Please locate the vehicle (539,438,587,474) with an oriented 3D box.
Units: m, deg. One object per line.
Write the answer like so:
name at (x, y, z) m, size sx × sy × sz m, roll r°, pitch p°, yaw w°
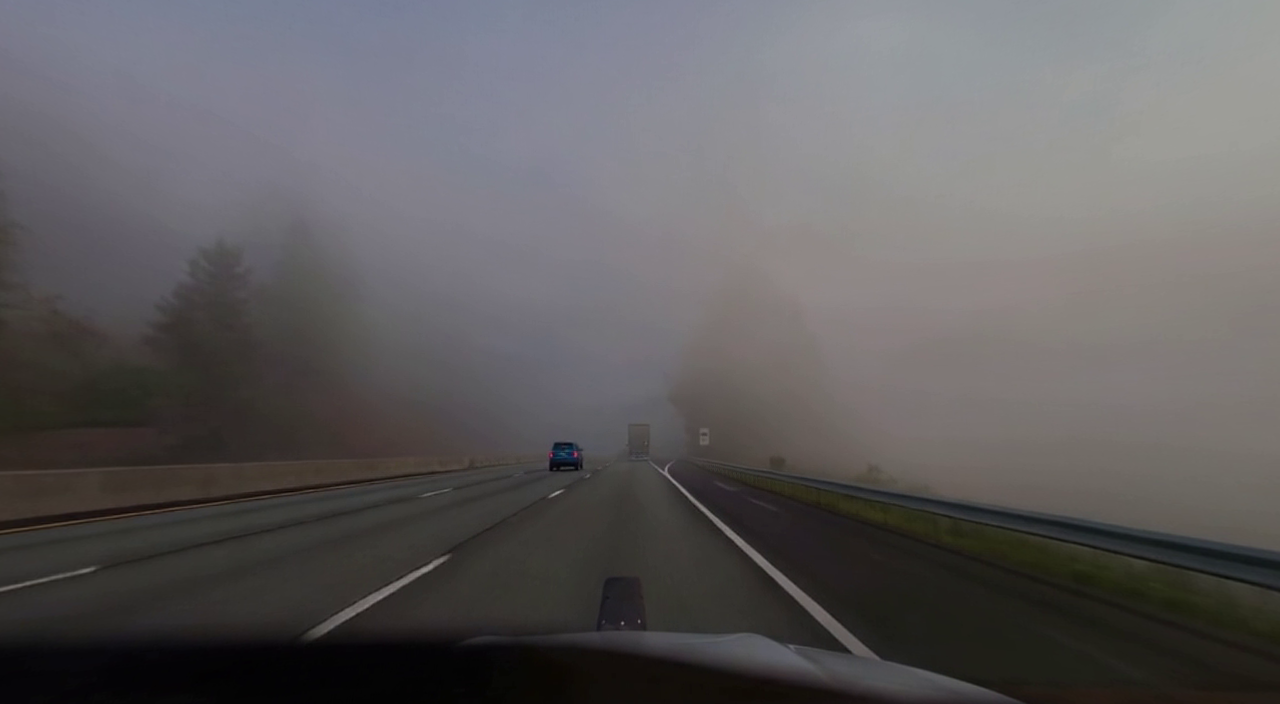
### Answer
vehicle at (-4.329, 5.985, 36.462) m, size 2.124 × 1.888 × 5.226 m, roll 0°, pitch -9°, yaw 0°
